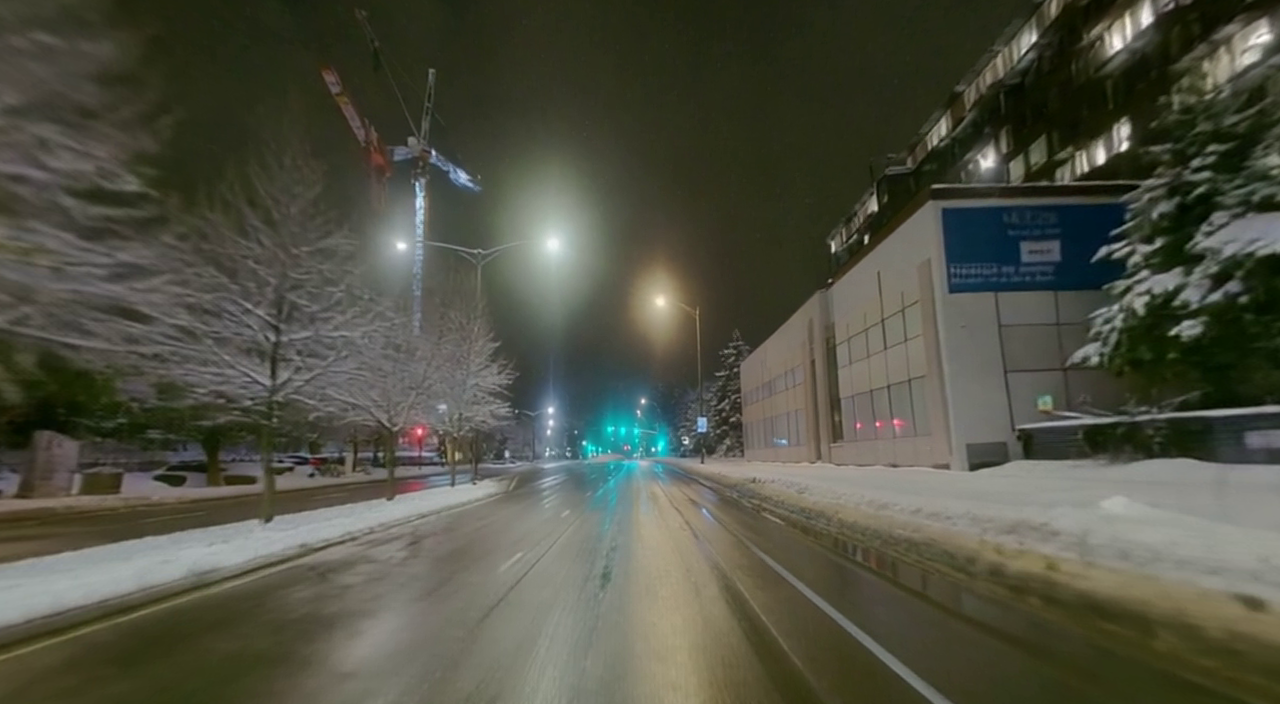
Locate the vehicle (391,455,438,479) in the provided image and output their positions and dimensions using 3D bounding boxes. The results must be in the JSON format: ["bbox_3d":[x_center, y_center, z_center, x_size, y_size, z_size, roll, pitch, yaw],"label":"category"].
[{"bbox_3d":[-17.267,8.796,48.377,1.921,1.541,4.541,-1,-8,0],"label":"vehicle"}]

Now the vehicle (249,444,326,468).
[{"bbox_3d":[-25.598,7.584,45.838,4.308,1.612,1.989,1,-8,0],"label":"vehicle"}]
